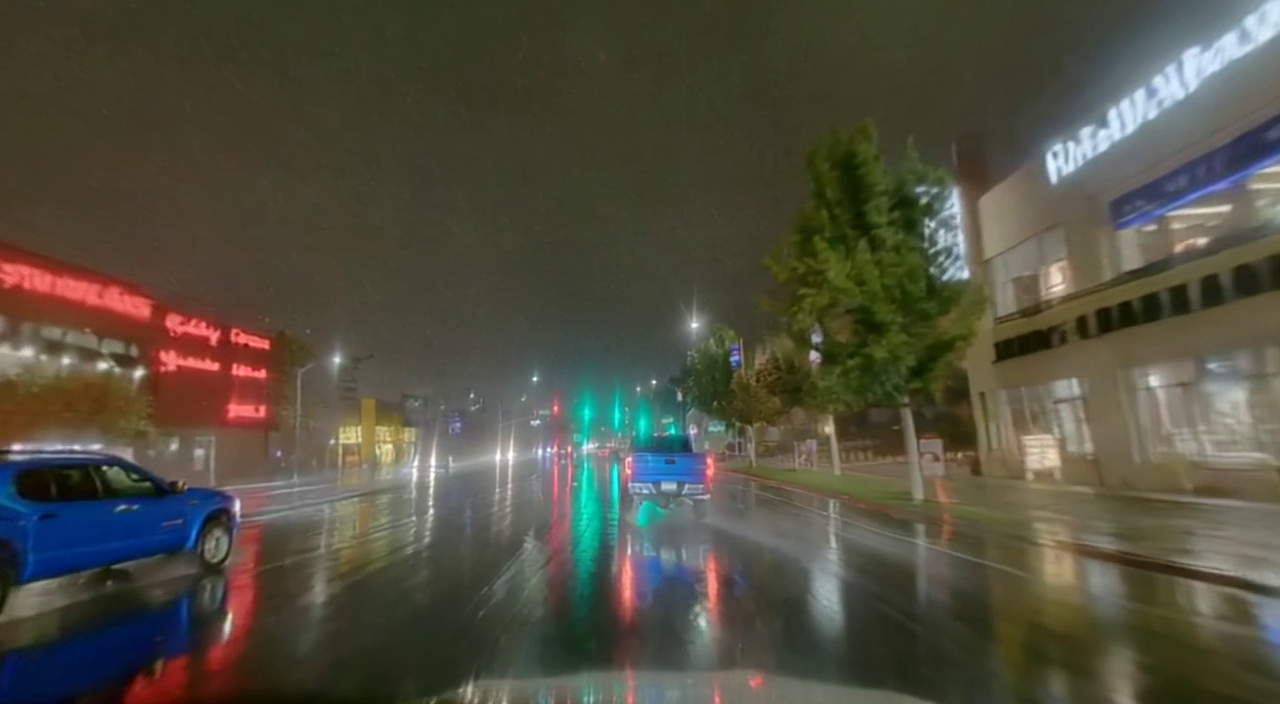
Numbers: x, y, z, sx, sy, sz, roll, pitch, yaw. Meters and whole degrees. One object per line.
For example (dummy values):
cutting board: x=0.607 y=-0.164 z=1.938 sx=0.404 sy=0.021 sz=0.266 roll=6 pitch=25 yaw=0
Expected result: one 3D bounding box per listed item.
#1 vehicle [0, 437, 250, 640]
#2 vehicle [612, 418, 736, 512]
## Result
vehicle: x=-5.473 y=1.407 z=5.035 sx=1.888 sy=1.424 sz=4.553 roll=0 pitch=-8 yaw=-1
vehicle: x=0.589 y=2.788 z=16.125 sx=2.590 sy=1.932 sz=5.776 roll=0 pitch=-8 yaw=-2
